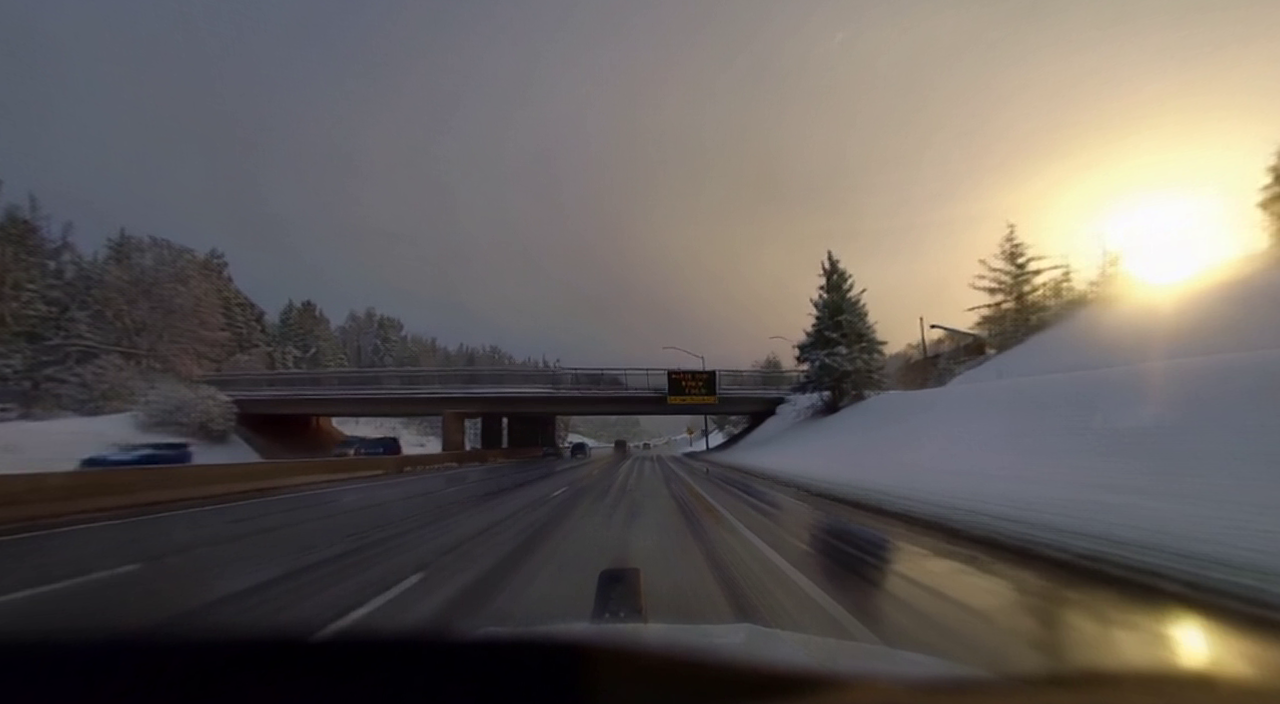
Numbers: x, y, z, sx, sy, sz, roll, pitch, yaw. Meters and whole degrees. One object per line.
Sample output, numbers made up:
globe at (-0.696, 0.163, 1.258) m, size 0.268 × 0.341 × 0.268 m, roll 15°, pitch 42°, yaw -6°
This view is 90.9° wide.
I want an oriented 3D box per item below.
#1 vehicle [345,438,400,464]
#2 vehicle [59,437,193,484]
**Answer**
vehicle at (-16.180, 6.010, 38.331) m, size 1.716 × 1.450 × 3.496 m, roll 0°, pitch -8°, yaw 1°
vehicle at (-16.697, 3.521, 20.710) m, size 1.529 × 1.390 × 3.336 m, roll 0°, pitch -8°, yaw 1°
